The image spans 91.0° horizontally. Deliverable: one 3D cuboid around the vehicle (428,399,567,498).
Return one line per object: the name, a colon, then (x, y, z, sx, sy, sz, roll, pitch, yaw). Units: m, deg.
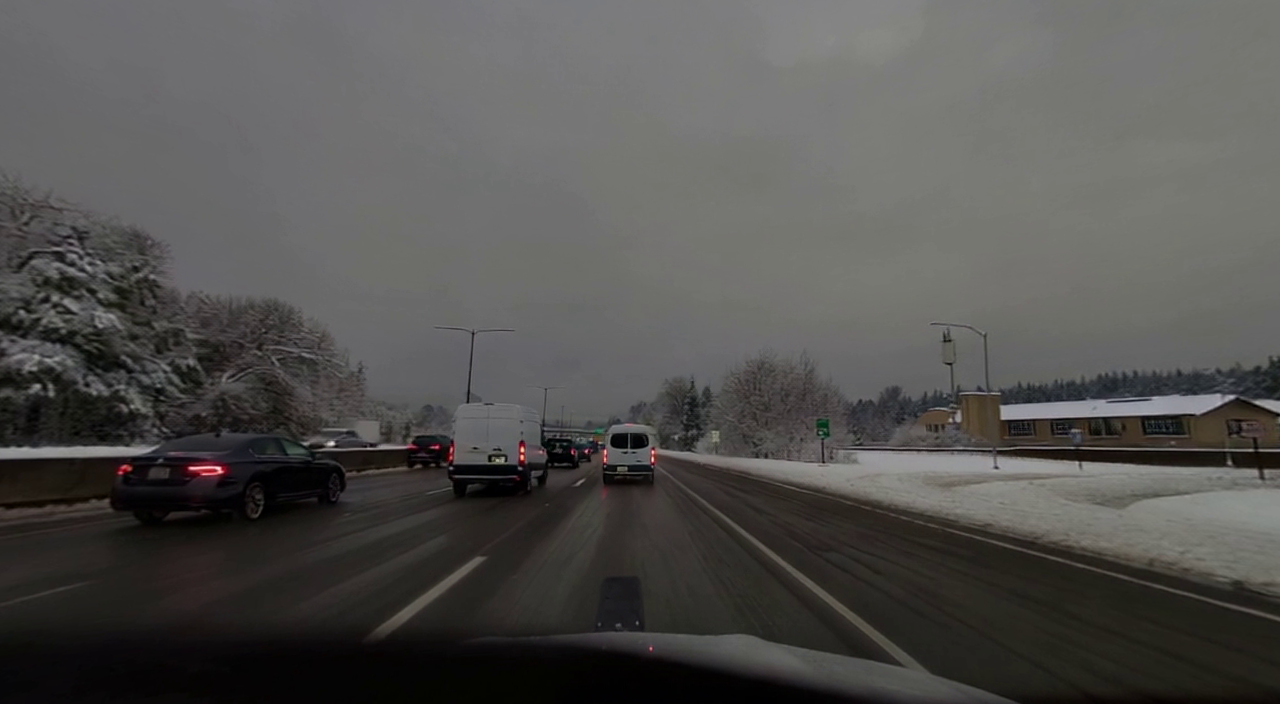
vehicle: (-3.642, 2.682, 17.619, 2.504, 2.276, 5.933, 0, -9, 0)

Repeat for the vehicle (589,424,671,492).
vehicle: (-0.263, 3.173, 19.103, 2.207, 1.807, 4.199, 0, -9, 0)

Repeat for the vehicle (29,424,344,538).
vehicle: (-7.111, 2.067, 10.697, 1.959, 1.493, 4.575, 0, -9, 0)
